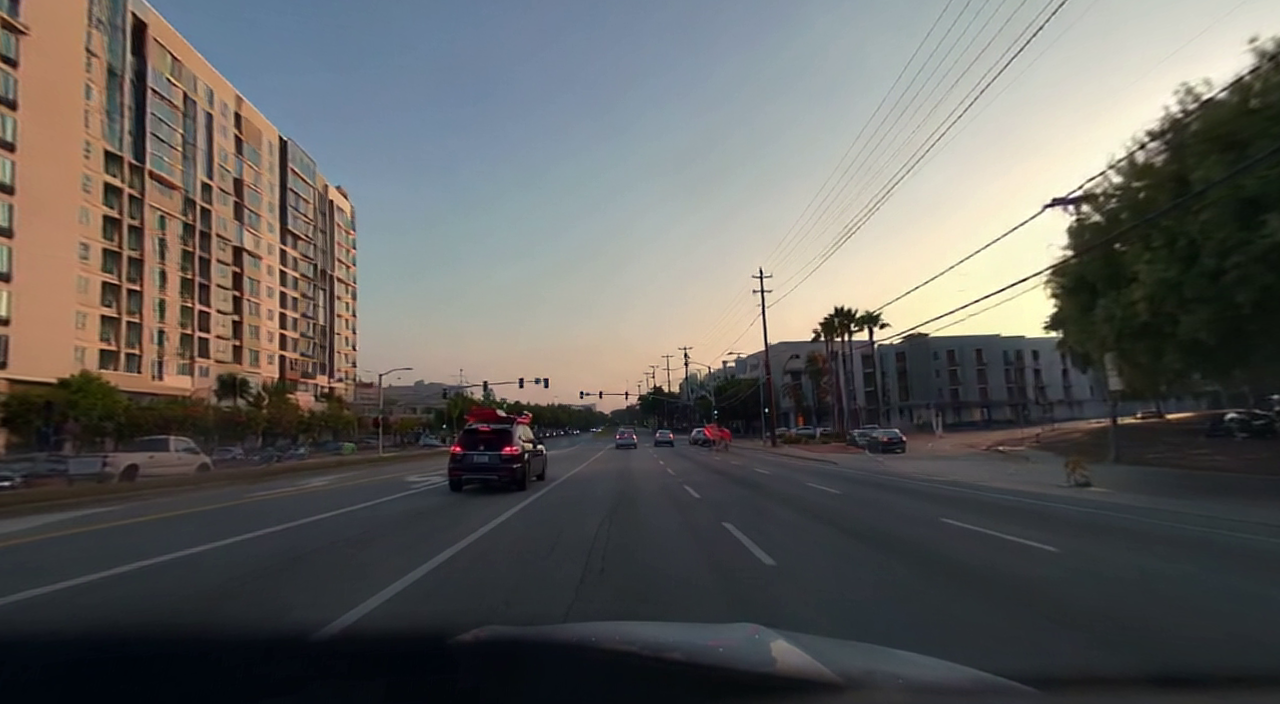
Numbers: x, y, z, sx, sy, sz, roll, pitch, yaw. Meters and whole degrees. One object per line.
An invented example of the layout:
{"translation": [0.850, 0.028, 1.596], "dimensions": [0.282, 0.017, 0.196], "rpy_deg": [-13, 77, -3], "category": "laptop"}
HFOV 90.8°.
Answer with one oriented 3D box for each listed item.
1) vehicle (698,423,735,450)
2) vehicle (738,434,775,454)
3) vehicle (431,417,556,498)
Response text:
{"translation": [5.890, 6.677, 49.389], "dimensions": [2.130, 1.979, 5.310], "rpy_deg": [0, -8, -1], "category": "vehicle"}
{"translation": [8.439, 6.726, 46.224], "dimensions": [1.897, 1.390, 4.391], "rpy_deg": [0, -8, 1], "category": "vehicle"}
{"translation": [-3.529, 2.660, 16.207], "dimensions": [2.136, 1.779, 4.417], "rpy_deg": [0, -8, 0], "category": "vehicle"}
